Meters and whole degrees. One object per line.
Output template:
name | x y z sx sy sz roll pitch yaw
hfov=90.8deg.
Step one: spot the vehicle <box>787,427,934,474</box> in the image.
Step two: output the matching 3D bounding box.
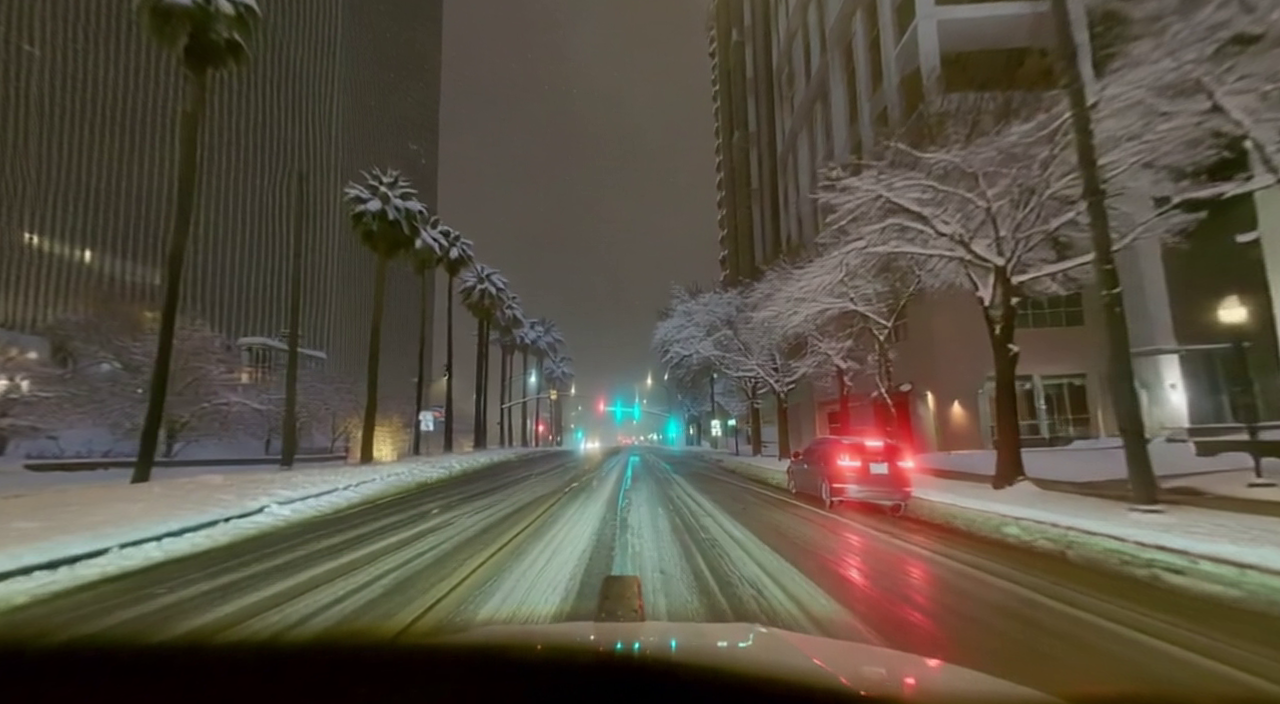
vehicle | 8.461 3.838 24.620 4.871 1.708 2.144 0 -8 -2
